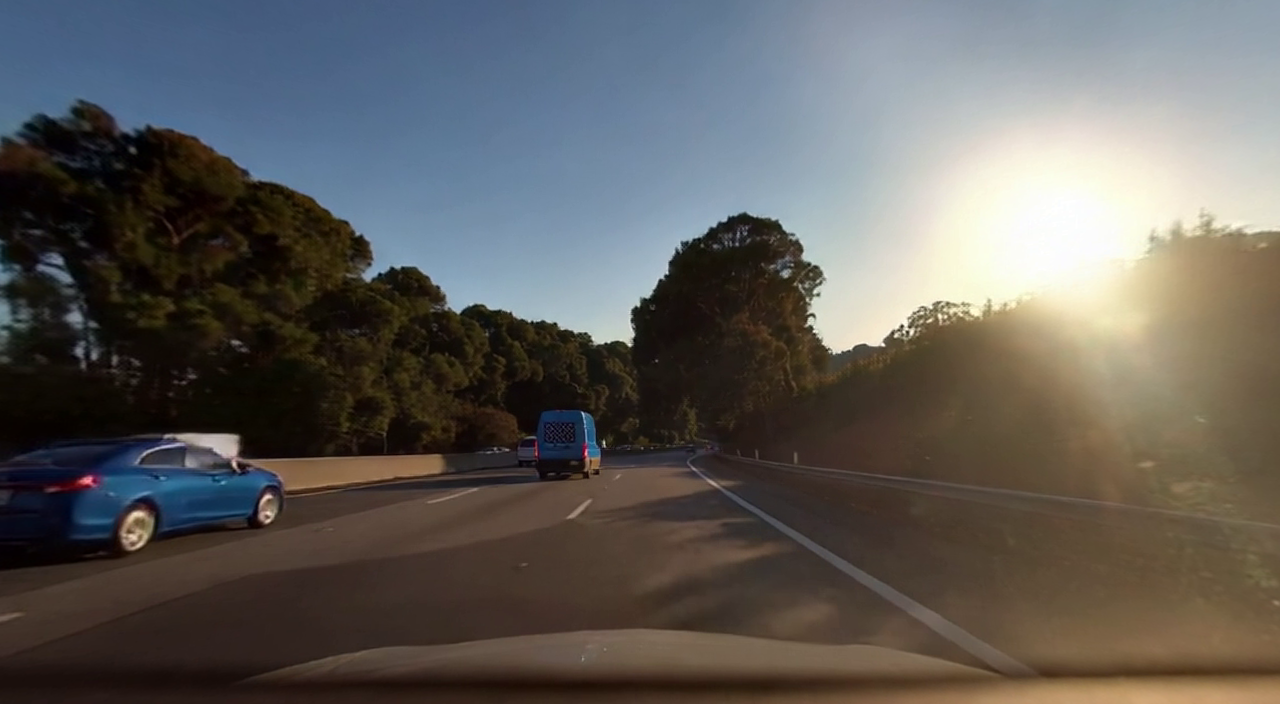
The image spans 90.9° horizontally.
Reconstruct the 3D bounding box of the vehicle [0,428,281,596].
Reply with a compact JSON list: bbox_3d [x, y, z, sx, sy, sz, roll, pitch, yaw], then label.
[{"bbox_3d":[-6.473,1.657,7.320,1.947,1.438,4.440,0,-8,1],"label":"vehicle"}]

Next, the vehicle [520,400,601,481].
[{"bbox_3d":[-2.986,3.550,25.263,2.319,2.883,5.632,0,-8,2],"label":"vehicle"}]

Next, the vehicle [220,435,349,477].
[{"bbox_3d":[-16.136,4.757,29.163,2.295,1.738,5.899,-1,-8,3],"label":"vehicle"}]
